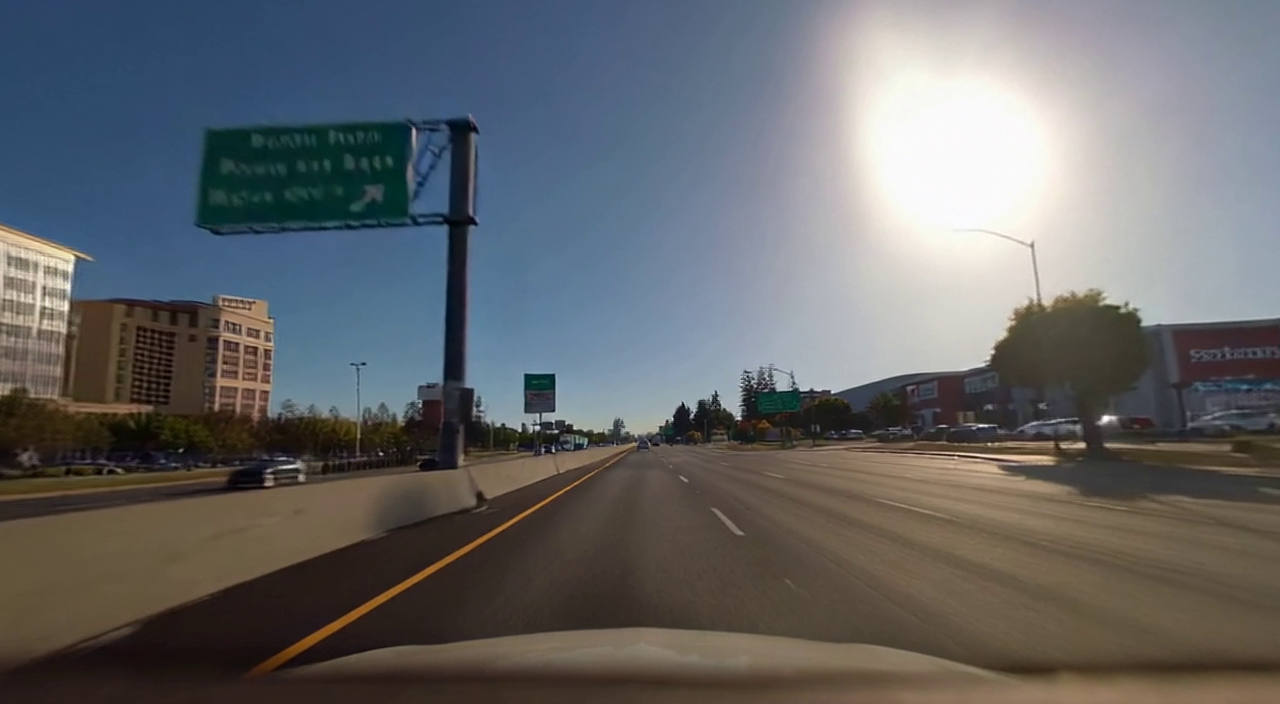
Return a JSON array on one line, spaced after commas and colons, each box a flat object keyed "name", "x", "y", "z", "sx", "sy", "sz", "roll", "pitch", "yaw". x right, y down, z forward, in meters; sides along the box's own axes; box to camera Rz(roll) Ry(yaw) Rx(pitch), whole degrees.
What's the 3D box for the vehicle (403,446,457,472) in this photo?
[{"name": "vehicle", "x": -14.641, "y": 7.448, "z": 44.308, "sx": 2.038, "sy": 1.700, "sz": 4.840, "roll": 0, "pitch": -8, "yaw": 1}]
